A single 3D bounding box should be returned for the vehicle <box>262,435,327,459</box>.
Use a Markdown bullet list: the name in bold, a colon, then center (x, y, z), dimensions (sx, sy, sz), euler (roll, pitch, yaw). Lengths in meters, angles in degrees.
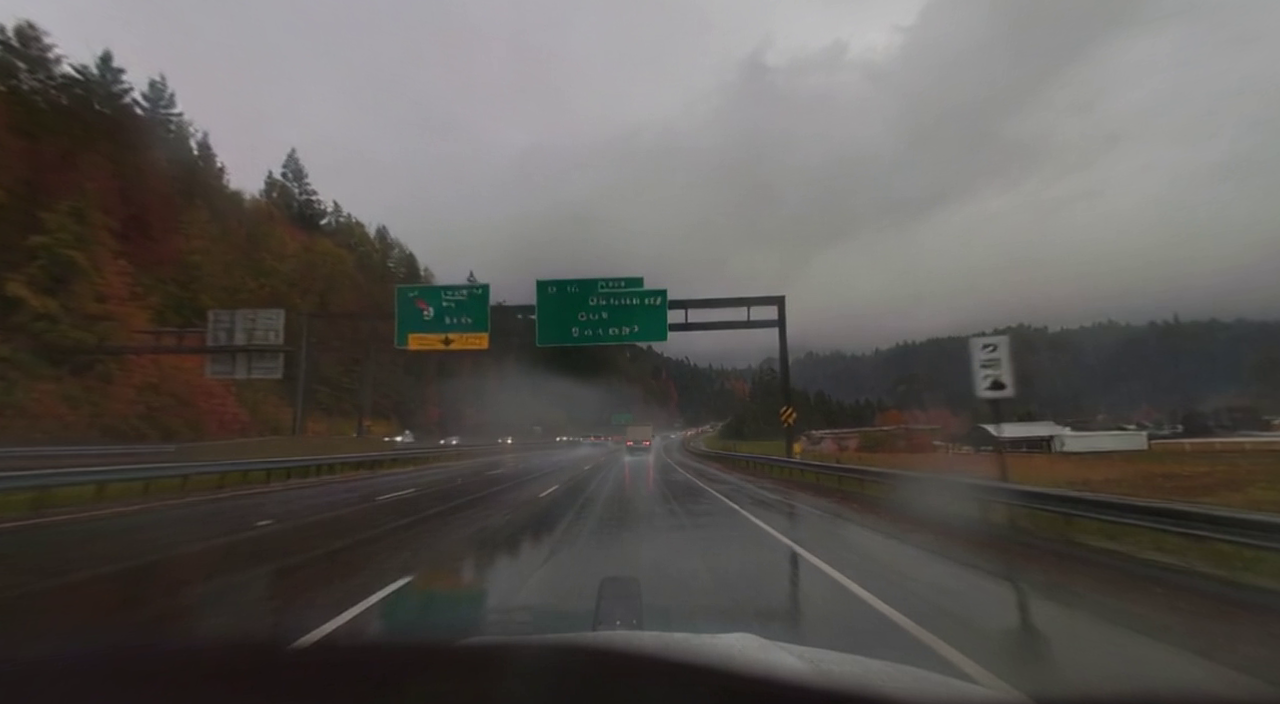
- **vehicle**: center (-23.993, 6.591, 43.853), dimensions (1.881, 1.546, 4.419), euler (0, -8, 2)
